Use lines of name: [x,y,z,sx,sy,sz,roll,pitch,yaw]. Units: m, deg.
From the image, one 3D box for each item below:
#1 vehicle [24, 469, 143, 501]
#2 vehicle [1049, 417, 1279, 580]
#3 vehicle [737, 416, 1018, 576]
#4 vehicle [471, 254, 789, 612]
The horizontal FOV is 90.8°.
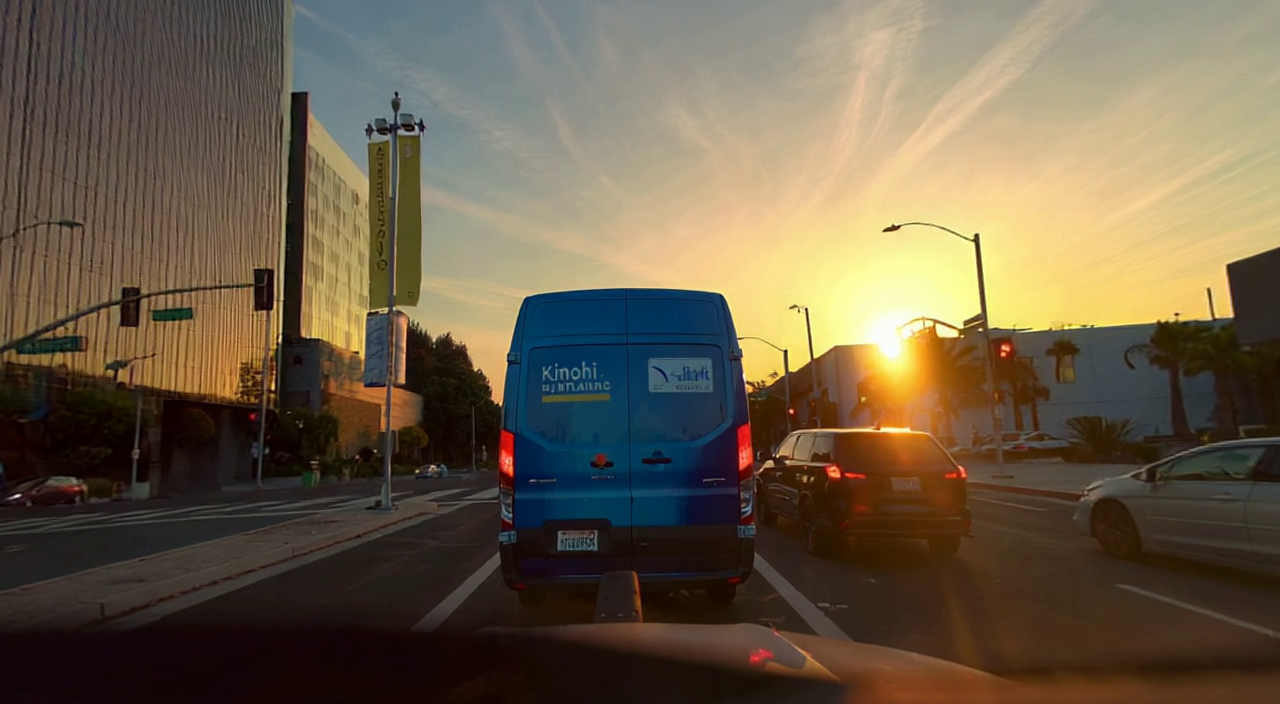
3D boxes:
vehicle: [-31.095,7.435,35.401,4.806,1.652,1.869,0,-8,-2]
vehicle: [7.535,1.584,7.002,1.963,1.669,4.678,3,-9,-20]
vehicle: [2.880,1.863,9.040,2.183,1.676,4.506,0,-8,-1]
vehicle: [-0.044,1.174,9.041,2.613,3.035,7.342,0,-8,1]
